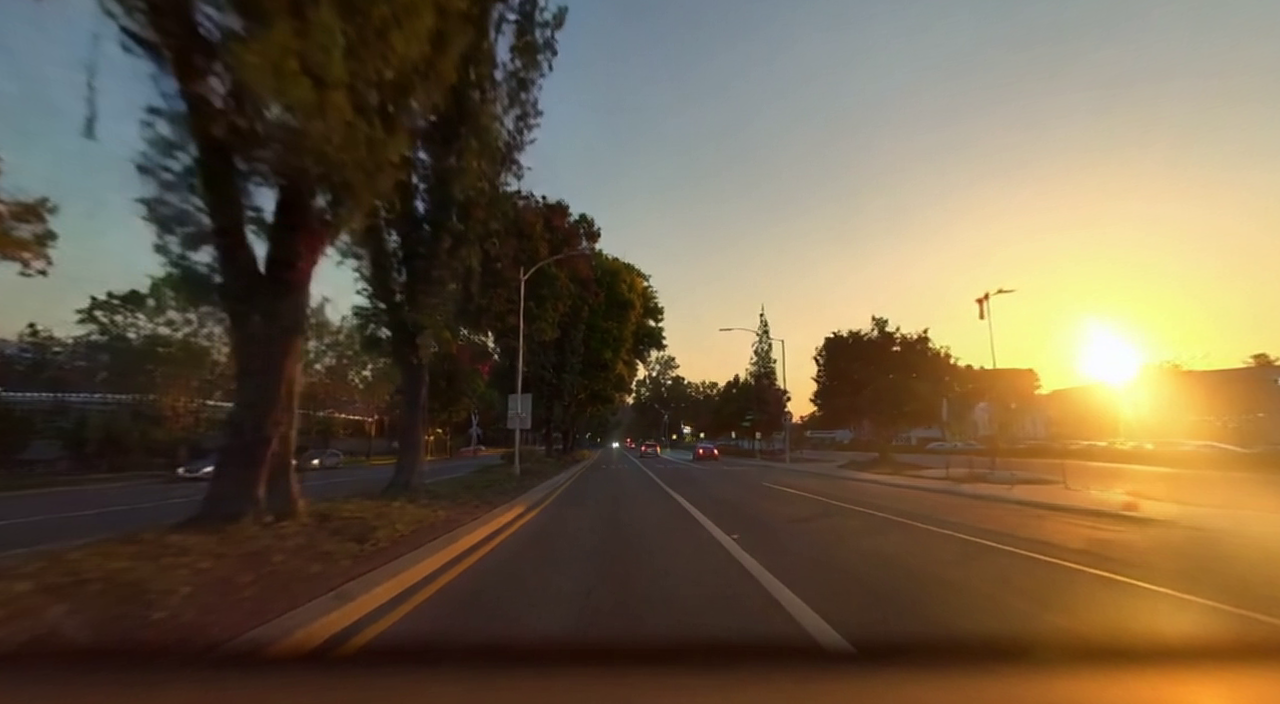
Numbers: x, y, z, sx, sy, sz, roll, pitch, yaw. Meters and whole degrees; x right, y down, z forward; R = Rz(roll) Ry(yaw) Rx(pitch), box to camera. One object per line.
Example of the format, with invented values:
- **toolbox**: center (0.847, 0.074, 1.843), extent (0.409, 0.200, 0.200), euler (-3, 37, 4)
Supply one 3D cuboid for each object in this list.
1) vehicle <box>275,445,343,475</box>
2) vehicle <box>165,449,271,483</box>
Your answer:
- **vehicle**: center (-20.501, 6.672, 39.348), extent (1.957, 1.643, 4.460), euler (0, -7, -2)
- **vehicle**: center (-20.088, 5.413, 30.347), extent (1.915, 1.477, 4.773), euler (0, -8, -2)
